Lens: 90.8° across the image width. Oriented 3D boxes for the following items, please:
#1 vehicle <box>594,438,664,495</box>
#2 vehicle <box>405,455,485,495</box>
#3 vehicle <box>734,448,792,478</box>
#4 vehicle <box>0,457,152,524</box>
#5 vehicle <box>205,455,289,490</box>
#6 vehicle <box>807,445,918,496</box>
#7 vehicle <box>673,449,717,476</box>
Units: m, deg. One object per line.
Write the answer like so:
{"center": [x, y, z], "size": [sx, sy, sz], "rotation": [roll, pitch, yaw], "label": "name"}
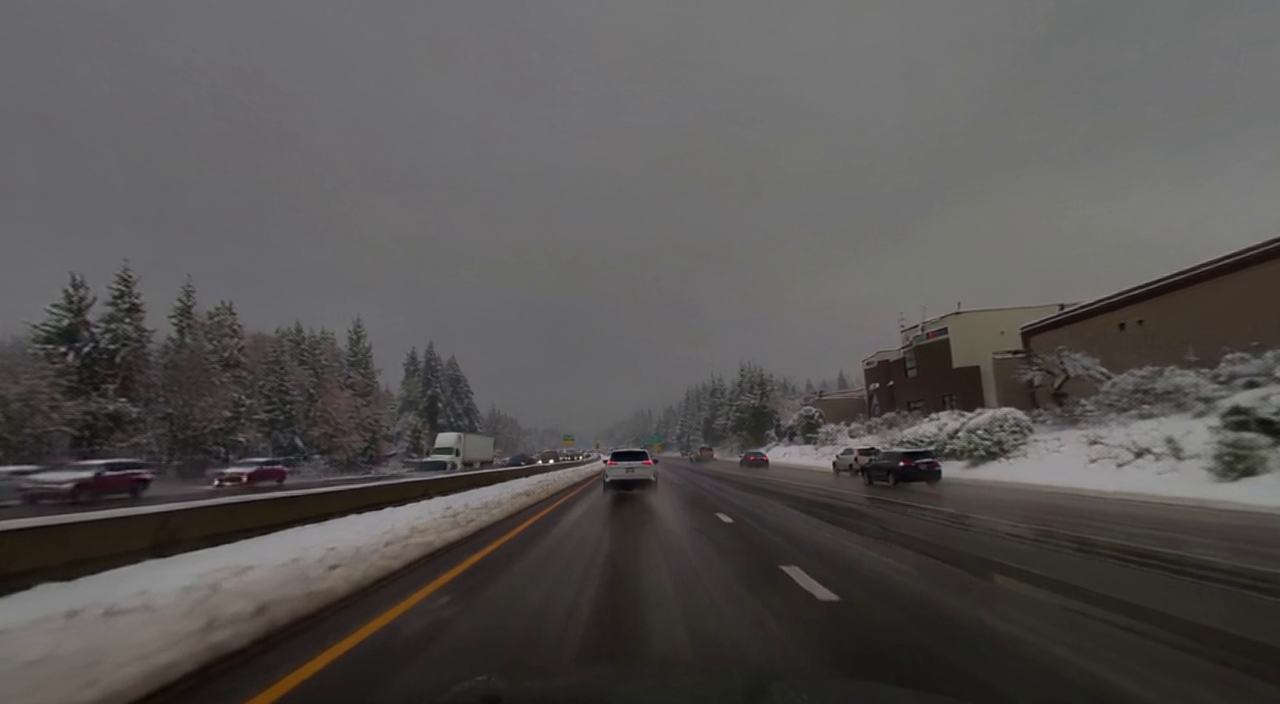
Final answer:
{"center": [-0.406, 4.077, 22.899], "size": [2.298, 1.809, 4.359], "rotation": [0, -8, -1], "label": "vehicle"}
{"center": [-8.236, 5.229, 27.149], "size": [1.937, 1.477, 4.561], "rotation": [0, -9, 1], "label": "vehicle"}
{"center": [6.502, 5.901, 33.888], "size": [1.934, 1.461, 4.368], "rotation": [0, -8, -4], "label": "vehicle"}
{"center": [-15.973, 3.641, 17.179], "size": [1.884, 1.483, 4.701], "rotation": [0, -8, -4], "label": "vehicle"}
{"center": [-21.876, 6.695, 35.378], "size": [1.889, 1.708, 4.301], "rotation": [0, -8, 0], "label": "vehicle"}
{"center": [7.100, 3.802, 20.670], "size": [1.958, 1.473, 4.201], "rotation": [0, -8, -2], "label": "vehicle"}
{"center": [3.251, 6.672, 38.312], "size": [2.115, 1.481, 3.968], "rotation": [0, -8, -3], "label": "vehicle"}
